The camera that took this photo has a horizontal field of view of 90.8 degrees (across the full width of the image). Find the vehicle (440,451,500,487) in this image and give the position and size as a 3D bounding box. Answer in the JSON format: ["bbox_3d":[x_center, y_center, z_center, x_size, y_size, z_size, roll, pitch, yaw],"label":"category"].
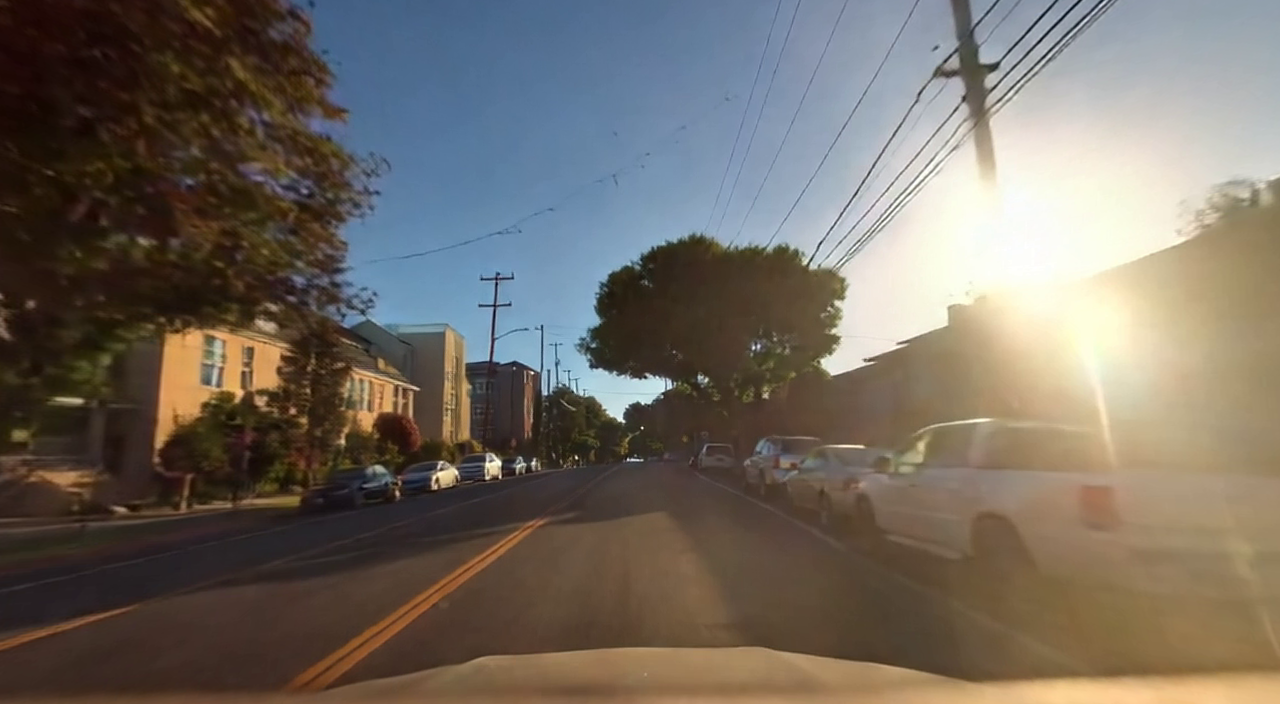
[{"bbox_3d":[-9.016,6.224,33.792,2.051,1.657,4.322,-3,-10,0],"label":"vehicle"}]

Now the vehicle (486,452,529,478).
[{"bbox_3d":[-8.943,7.681,42.876,1.884,1.526,4.061,-5,-10,2],"label":"vehicle"}]

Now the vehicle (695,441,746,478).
[{"bbox_3d":[4.028,5.477,32.407,2.155,1.747,4.311,-1,-9,2],"label":"vehicle"}]

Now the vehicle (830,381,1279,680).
[{"bbox_3d":[3.775,1.414,6.240,2.225,1.759,4.817,0,-9,-1],"label":"vehicle"}]

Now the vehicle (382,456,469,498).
[{"bbox_3d":[-8.896,5.203,26.698,1.948,1.508,4.656,-1,-9,1],"label":"vehicle"}]

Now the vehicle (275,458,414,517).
[{"bbox_3d":[-9.070,4.178,19.974,2.208,1.508,4.590,0,-9,0],"label":"vehicle"}]
